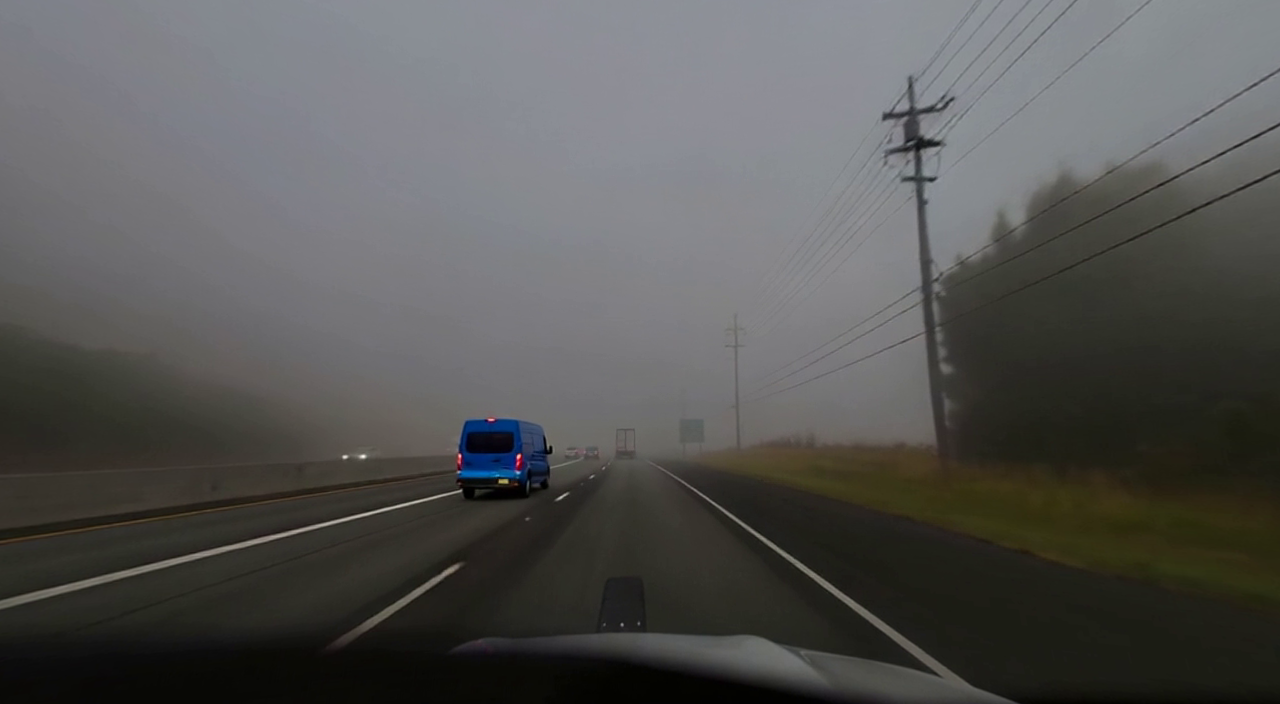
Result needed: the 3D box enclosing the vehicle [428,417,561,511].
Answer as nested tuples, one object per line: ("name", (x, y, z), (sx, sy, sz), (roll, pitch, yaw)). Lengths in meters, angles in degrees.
("vehicle", (-3.444, 2.804, 16.193), (2.197, 2.011, 5.130), (0, -9, 0))
